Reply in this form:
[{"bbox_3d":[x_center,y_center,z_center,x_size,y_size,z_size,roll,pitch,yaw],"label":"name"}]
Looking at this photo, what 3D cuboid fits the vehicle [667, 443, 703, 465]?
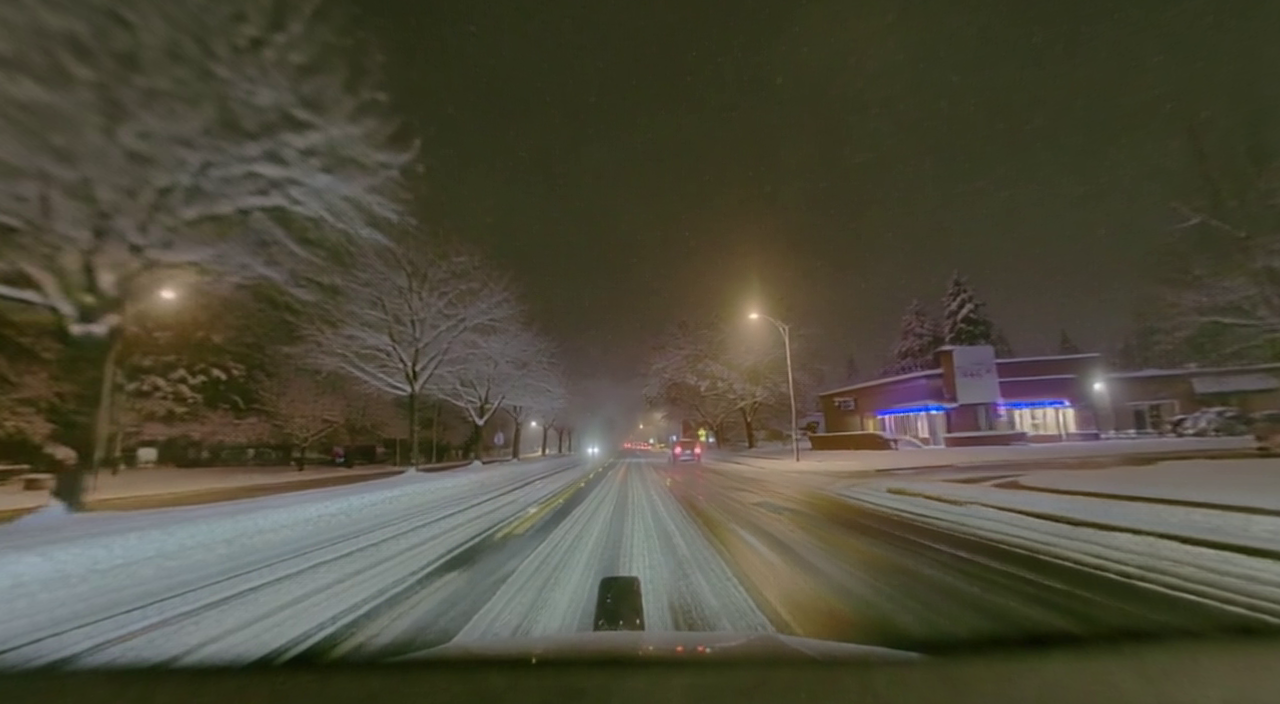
[{"bbox_3d":[3.131,7.193,44.639,2.033,1.482,4.571,0,-8,-2],"label":"vehicle"}]
